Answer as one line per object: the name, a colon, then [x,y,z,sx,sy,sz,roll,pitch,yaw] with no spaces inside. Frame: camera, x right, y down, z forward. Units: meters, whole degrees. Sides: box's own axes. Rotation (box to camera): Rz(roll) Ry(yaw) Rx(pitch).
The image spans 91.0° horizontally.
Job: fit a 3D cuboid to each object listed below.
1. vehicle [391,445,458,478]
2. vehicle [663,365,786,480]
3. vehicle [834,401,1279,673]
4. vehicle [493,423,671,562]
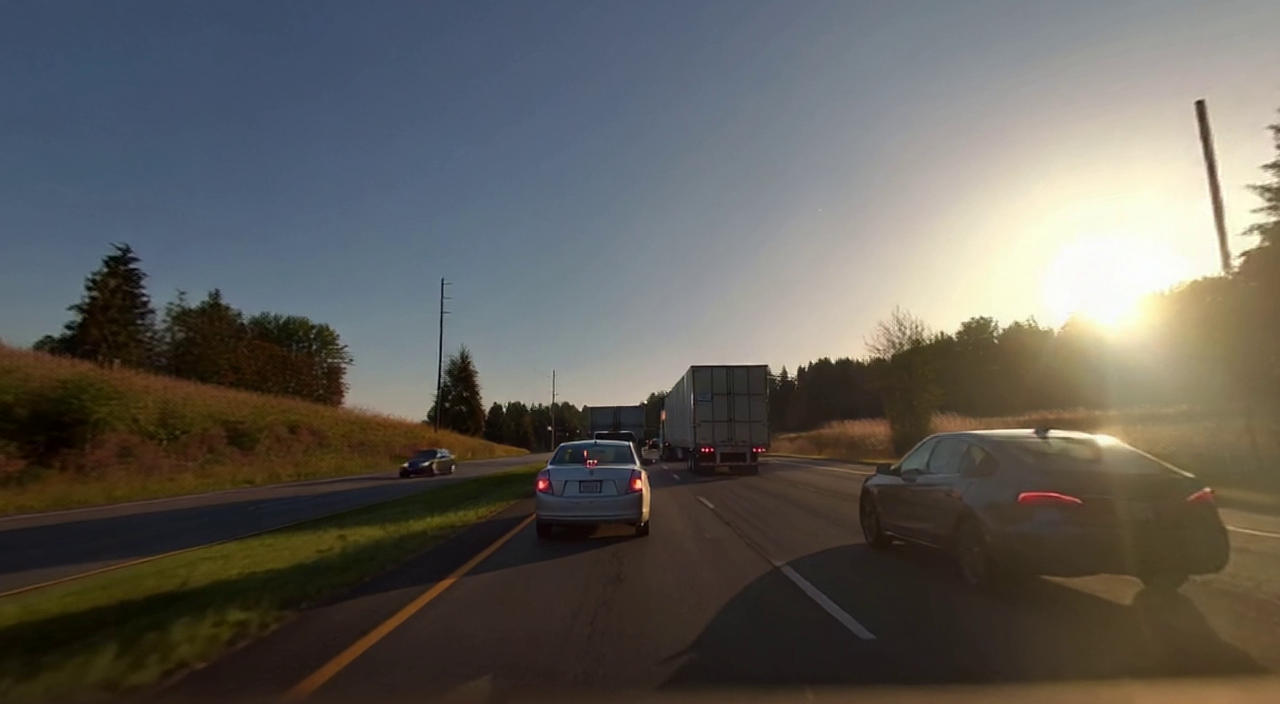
vehicle: [-11.526,5.875,33.956,2.029,1.617,4.260,0,-8,1]
vehicle: [3.478,3.805,31.996,3.591,4.290,16.696,0,-8,-1]
vehicle: [3.584,1.382,5.959,1.960,1.515,4.713,0,-8,0]
vehicle: [-0.706,1.889,9.212,2.009,1.554,4.013,0,-8,-1]
